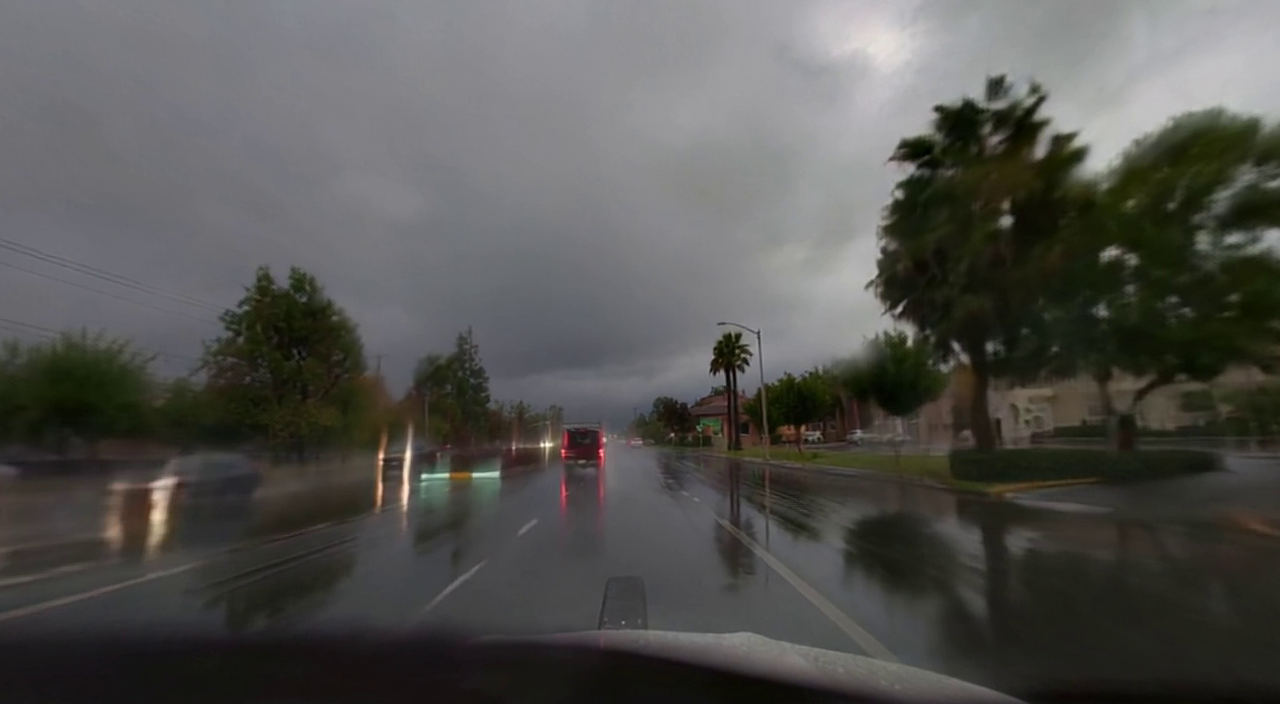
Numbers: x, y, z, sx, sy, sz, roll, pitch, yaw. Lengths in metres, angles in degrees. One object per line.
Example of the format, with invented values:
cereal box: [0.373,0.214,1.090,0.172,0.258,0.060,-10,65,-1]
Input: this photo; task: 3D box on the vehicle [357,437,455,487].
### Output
vehicle: [-8.824,4.170,24.146,2.114,1.698,4.415,0,-9,-1]

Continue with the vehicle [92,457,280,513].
vehicle: [-12.229,3.587,17.364,1.975,1.248,4.394,0,-8,-1]

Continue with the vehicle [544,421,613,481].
vehicle: [-2.502,4.080,26.106,2.507,2.161,6.049,1,-9,-5]

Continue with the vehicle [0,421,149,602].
vehicle: [-6.647,1.326,5.008,2.016,1.576,4.215,0,-9,0]
